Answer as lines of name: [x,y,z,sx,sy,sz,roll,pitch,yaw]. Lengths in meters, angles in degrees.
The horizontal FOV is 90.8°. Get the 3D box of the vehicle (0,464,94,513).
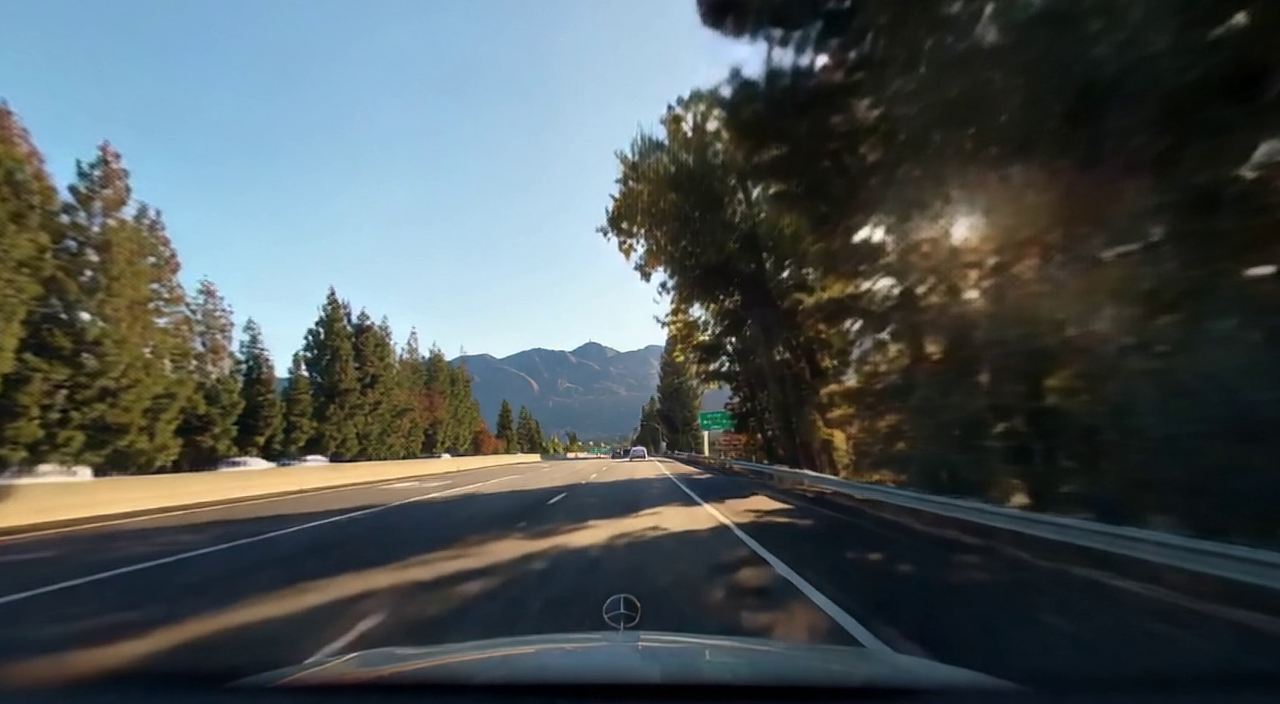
vehicle: [-21.394,4.580,21.273,1.853,1.495,4.676,-1,-9,0]

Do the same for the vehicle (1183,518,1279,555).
vehicle: [34.908,10.754,36.940,4.190,1.776,2.089,0,-8,2]

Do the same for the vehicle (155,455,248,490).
vehicle: [-25.531,7.001,37.019,2.159,1.773,4.512,-1,-9,0]

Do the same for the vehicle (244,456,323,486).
vehicle: [-21.153,7.068,37.751,2.056,1.552,4.612,-1,-9,0]
